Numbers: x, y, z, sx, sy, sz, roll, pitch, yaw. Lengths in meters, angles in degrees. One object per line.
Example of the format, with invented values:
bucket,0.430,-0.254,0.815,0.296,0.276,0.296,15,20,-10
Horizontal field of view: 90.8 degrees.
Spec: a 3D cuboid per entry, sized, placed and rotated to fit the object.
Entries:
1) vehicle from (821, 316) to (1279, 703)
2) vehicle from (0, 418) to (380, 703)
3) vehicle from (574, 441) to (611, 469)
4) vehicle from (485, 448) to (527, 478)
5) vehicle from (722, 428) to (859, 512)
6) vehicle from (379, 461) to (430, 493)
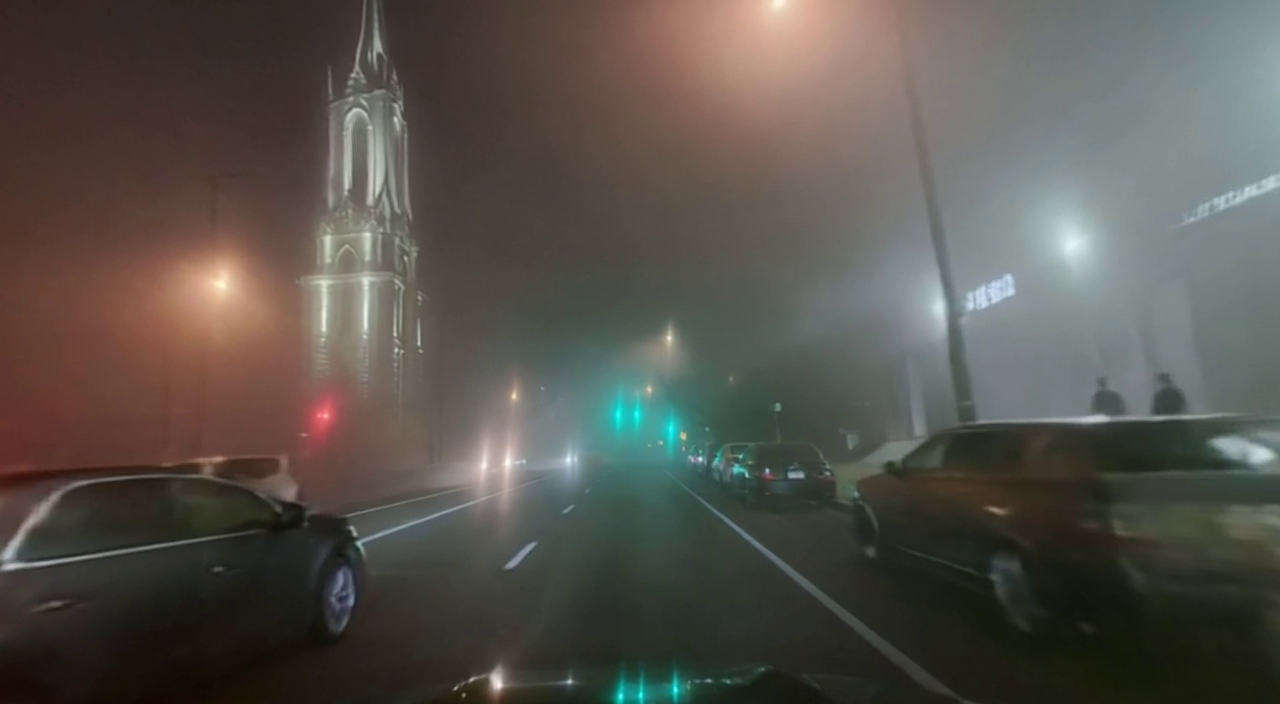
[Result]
vehicle,3.471,1.137,5.494,2.207,1.886,5.128,0,-9,0
vehicle,-3.295,1.145,3.077,2.089,1.547,4.635,0,-8,0
vehicle,-3.409,7.484,46.081,2.293,1.936,4.737,0,-8,0
vehicle,-9.040,7.531,43.012,1.965,1.868,4.012,0,-8,0
vehicle,3.329,2.735,15.076,2.206,1.664,4.578,-1,-9,1
vehicle,-15.762,8.344,42.569,1.914,1.876,4.726,-1,-9,-4
